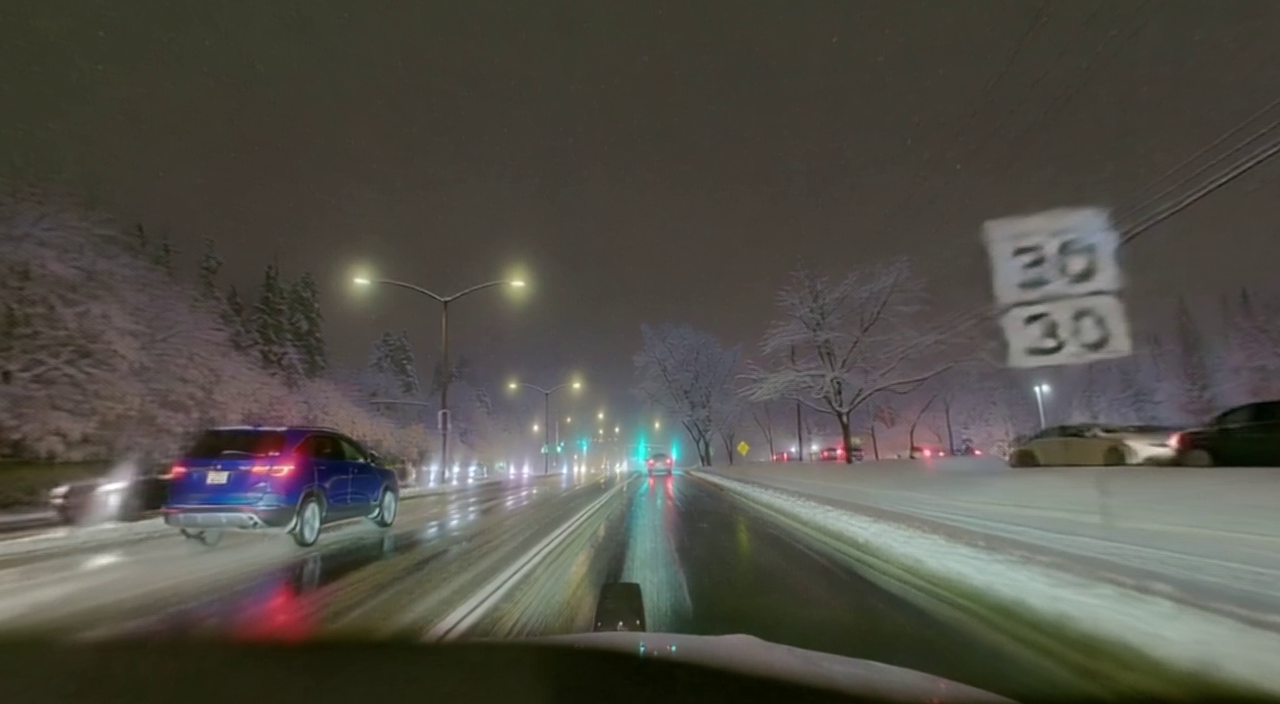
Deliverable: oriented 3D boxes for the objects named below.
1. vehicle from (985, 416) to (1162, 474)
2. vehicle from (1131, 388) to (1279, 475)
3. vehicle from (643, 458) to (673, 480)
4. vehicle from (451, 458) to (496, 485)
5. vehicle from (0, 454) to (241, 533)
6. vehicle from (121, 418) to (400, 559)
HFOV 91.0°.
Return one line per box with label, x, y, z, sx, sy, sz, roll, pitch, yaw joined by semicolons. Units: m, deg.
vehicle;12.839;2.817;19.114;1.884;1.522;4.642;0;-9;-3
vehicle;13.467;1.656;13.031;1.950;1.697;4.906;2;-9;-15
vehicle;1.278;8.514;45.997;2.091;1.494;3.962;0;-9;1
vehicle;-11.595;8.321;44.195;2.064;1.515;5.056;1;-7;-4
vehicle;-12.127;3.224;15.052;2.077;1.505;4.714;0;-9;0
vehicle;-6.047;2.196;10.841;2.027;1.908;4.273;0;-9;1
